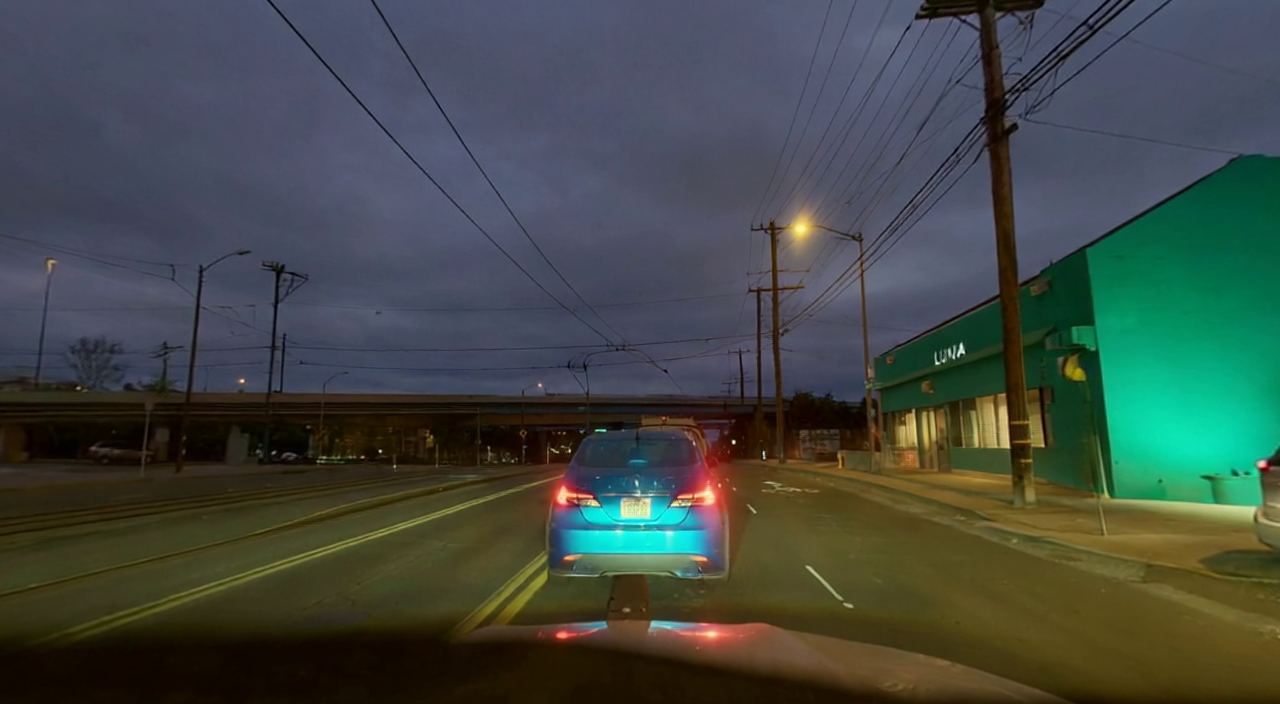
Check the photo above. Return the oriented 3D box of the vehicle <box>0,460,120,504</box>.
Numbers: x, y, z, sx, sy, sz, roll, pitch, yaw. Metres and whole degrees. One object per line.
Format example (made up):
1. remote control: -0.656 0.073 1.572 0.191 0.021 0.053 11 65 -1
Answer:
1. vehicle: -21.928 4.686 22.845 4.566 1.453 1.935 -1 -9 5

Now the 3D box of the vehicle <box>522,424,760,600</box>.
1. vehicle: 0.094 1.712 7.622 2.090 1.518 4.033 -1 -9 3
